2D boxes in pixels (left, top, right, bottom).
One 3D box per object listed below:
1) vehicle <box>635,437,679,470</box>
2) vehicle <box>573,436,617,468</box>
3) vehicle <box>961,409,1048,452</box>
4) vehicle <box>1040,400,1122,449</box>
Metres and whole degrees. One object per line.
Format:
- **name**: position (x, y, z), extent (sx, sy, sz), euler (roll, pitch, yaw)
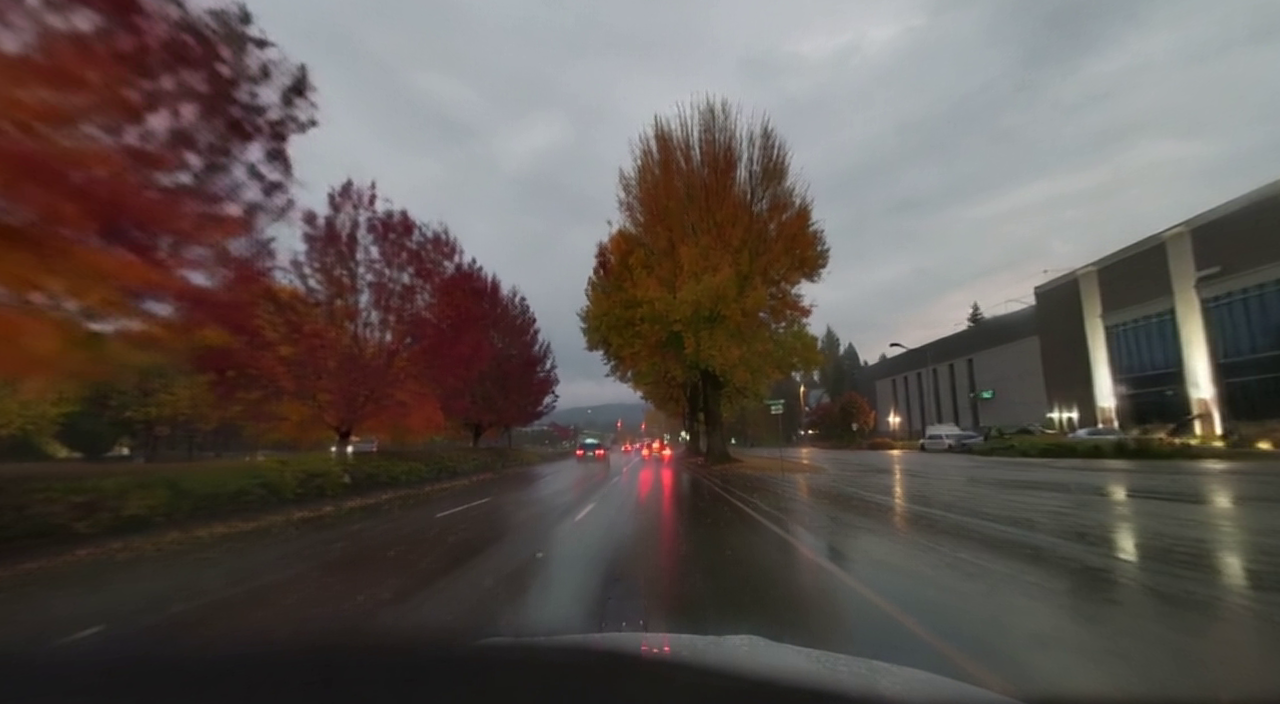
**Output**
- **vehicle**: position (0.821, 4.990, 31.109), extent (2.040, 1.493, 3.682), euler (0, -8, 1)
- **vehicle**: position (-2.494, 5.660, 35.837), extent (2.197, 1.709, 4.069), euler (0, -8, 1)
- **vehicle**: position (23.343, 5.089, 40.502), extent (4.440, 2.545, 2.105), euler (-6, -10, 24)
- **vehicle**: position (23.259, 3.866, 33.307), extent (2.673, 2.486, 2.062), euler (0, -8, -1)
